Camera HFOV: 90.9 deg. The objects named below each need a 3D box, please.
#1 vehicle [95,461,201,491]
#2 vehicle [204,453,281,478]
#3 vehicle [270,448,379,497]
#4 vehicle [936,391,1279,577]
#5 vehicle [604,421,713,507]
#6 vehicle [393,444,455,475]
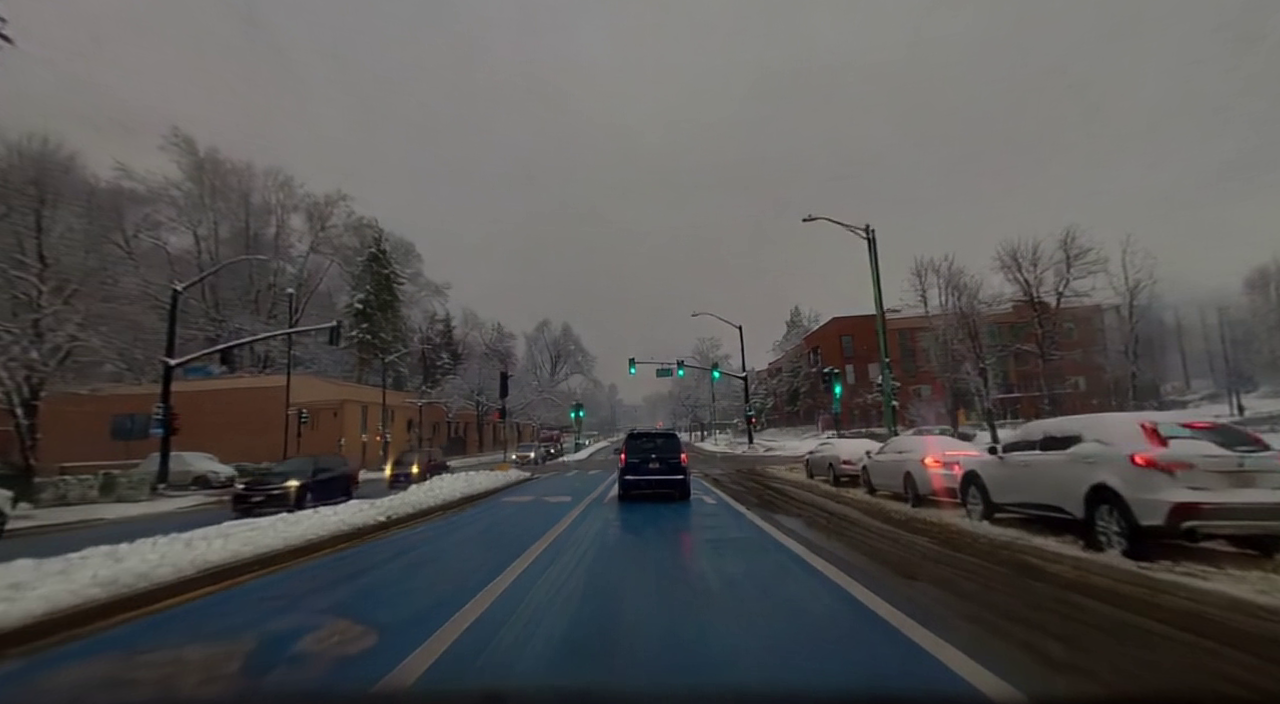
[{"bbox_3d":[-27.845,7.009,35.789,4.478,1.578,1.890,-1,-9,2],"label":"vehicle"},{"bbox_3d":[-27.258,7.796,43.458,1.857,1.535,4.900,-1,-9,4],"label":"vehicle"},{"bbox_3d":[-12.888,4.902,26.188,1.975,1.820,4.838,0,-9,1],"label":"vehicle"},{"bbox_3d":[6.516,1.686,8.834,2.205,1.823,5.078,0,-9,0],"label":"vehicle"},{"bbox_3d":[0.395,2.664,15.390,2.283,1.773,4.255,0,-9,0],"label":"vehicle"},{"bbox_3d":[-13.146,6.566,38.736,2.025,1.785,4.845,0,-9,1],"label":"vehicle"}]
